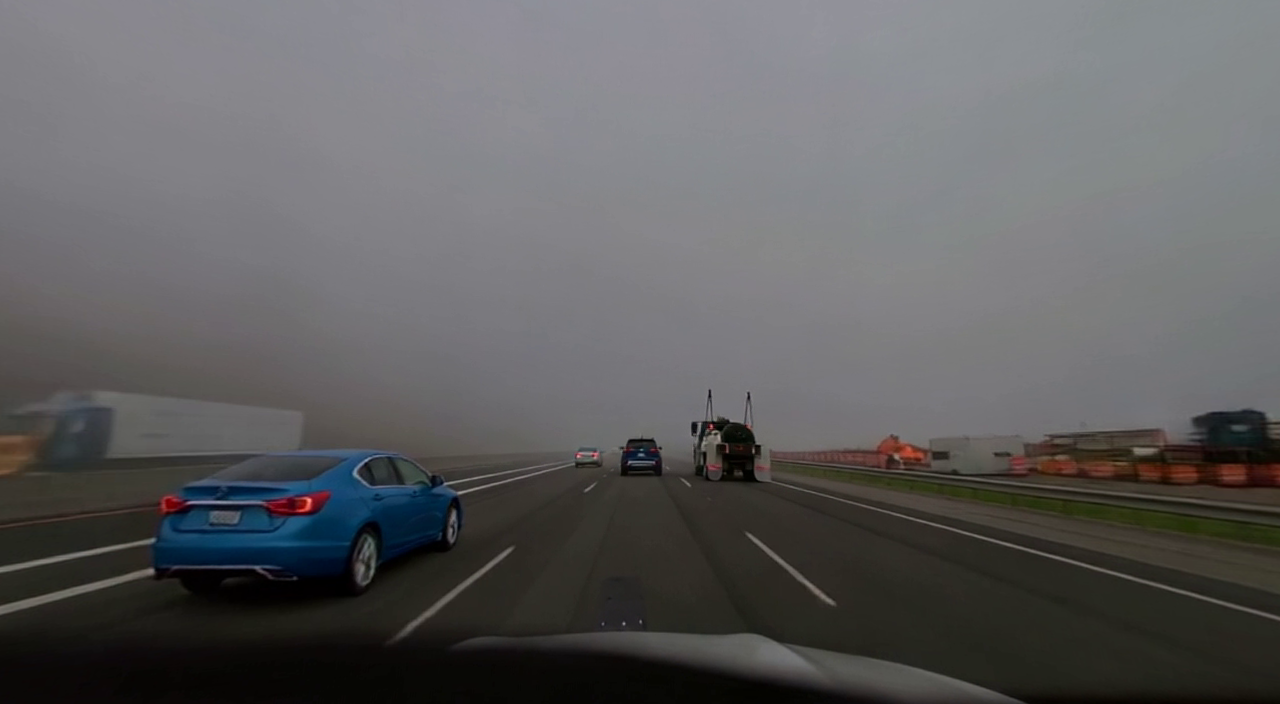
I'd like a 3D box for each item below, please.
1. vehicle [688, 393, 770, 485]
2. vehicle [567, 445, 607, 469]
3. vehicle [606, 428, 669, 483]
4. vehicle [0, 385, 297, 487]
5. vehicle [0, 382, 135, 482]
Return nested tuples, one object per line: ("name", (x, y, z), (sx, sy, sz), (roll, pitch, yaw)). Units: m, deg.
("vehicle", (4.060, 4.314, 31.109), (2.793, 3.828, 9.580), (0, -8, 1))
("vehicle", (-3.322, 6.669, 40.352), (2.096, 1.469, 4.319), (0, -8, 1))
("vehicle", (-0.065, 4.116, 25.417), (2.308, 1.993, 4.631), (0, -8, 1))
("vehicle", (-25.046, 4.656, 34.084), (3.477, 4.162, 16.507), (0, -8, 1))
("vehicle", (-25.030, 3.326, 25.793), (2.998, 3.638, 6.625), (0, -8, 1))
